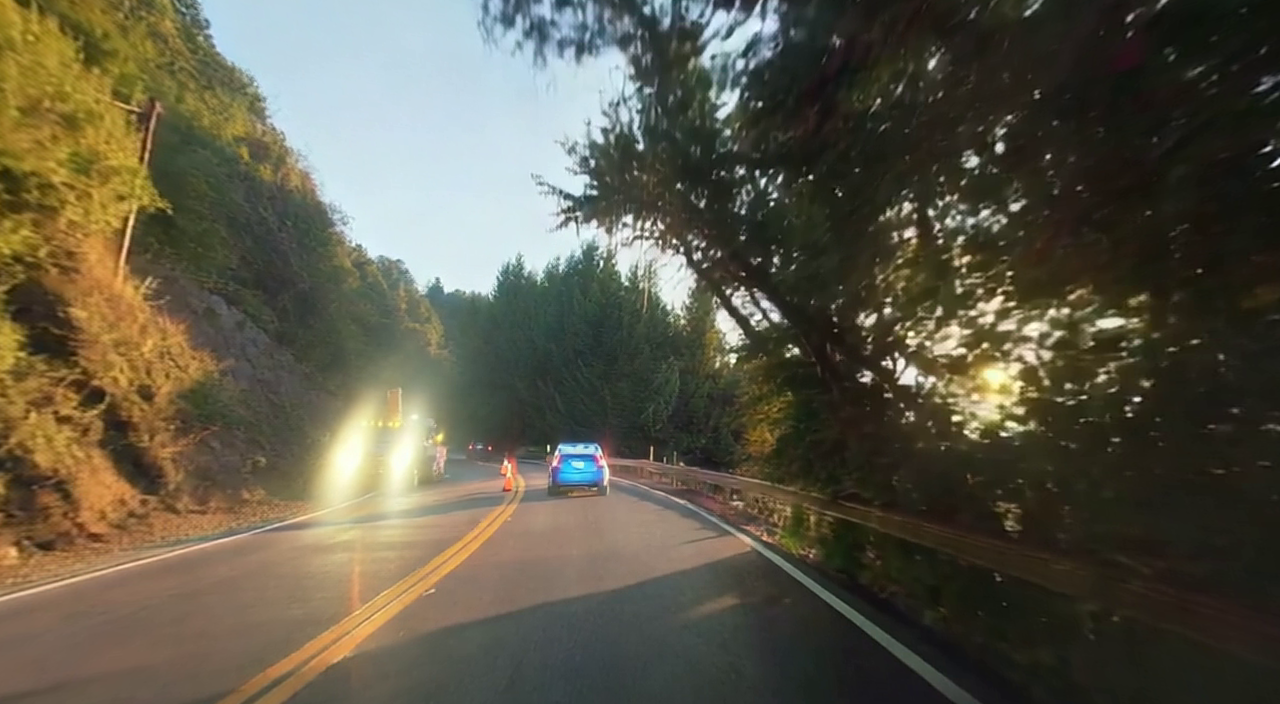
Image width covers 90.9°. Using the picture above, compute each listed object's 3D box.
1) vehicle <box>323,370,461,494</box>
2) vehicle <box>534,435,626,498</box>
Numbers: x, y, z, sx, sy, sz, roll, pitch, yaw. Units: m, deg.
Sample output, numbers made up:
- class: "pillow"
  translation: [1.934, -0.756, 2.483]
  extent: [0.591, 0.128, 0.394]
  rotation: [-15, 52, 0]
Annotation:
- class: "vehicle"
  translation: [-7.117, 2.424, 18.827]
  extent: [2.364, 3.191, 4.942]
  rotation: [1, -8, -5]
- class: "vehicle"
  translation: [-1.782, 3.087, 17.482]
  extent: [2.259, 1.503, 4.075]
  rotation: [1, -8, -9]
